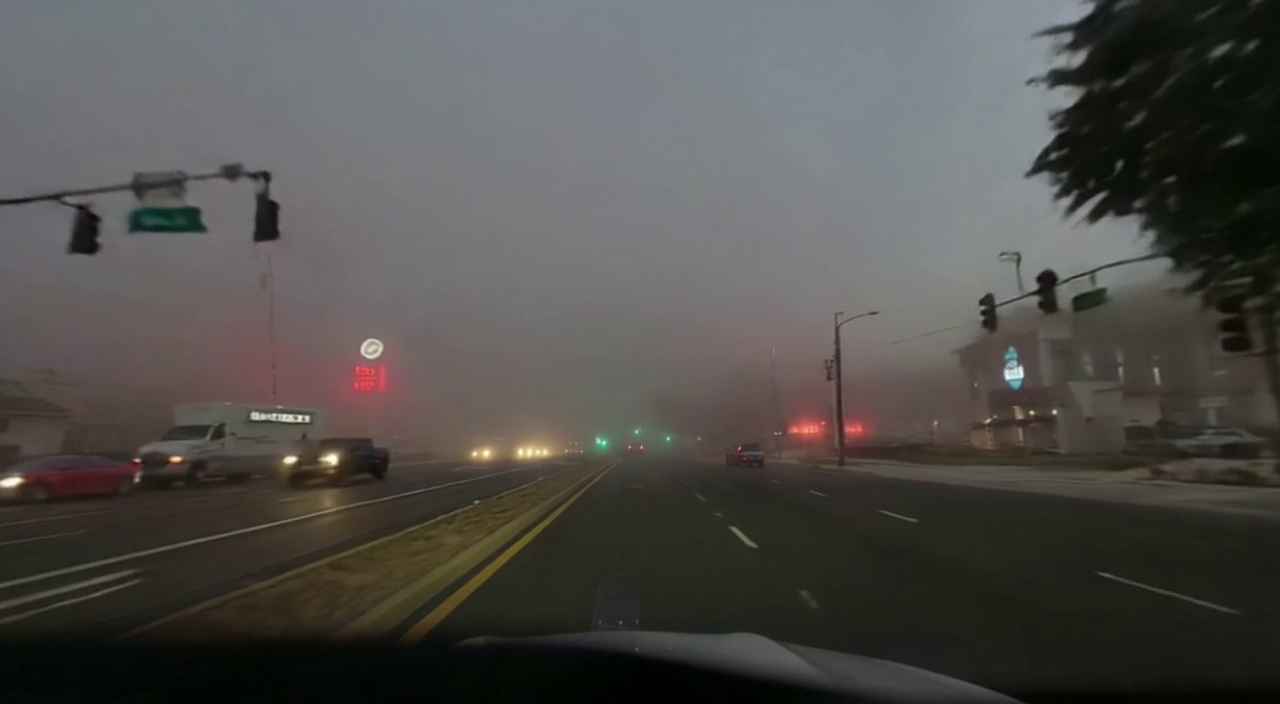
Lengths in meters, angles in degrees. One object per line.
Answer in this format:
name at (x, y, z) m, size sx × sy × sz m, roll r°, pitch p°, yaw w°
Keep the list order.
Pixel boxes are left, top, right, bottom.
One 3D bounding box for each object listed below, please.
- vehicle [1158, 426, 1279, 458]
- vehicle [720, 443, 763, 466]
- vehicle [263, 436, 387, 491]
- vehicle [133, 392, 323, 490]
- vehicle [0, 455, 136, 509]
vehicle at (29.772, 4.710, 32.764) m, size 1.796 × 1.485 × 4.667 m, roll -1°, pitch -9°, yaw 0°
vehicle at (6.496, 6.630, 41.022) m, size 1.916 × 1.437 × 4.327 m, roll 0°, pitch -9°, yaw -2°
vehicle at (-11.575, 4.119, 23.708) m, size 2.134 × 1.806 × 4.843 m, roll 0°, pitch -9°, yaw 0°
vehicle at (-18.761, 4.219, 29.802) m, size 2.982 × 3.900 × 8.593 m, roll 0°, pitch -9°, yaw 1°
vehicle at (-18.956, 4.065, 20.220) m, size 1.950 × 1.464 × 4.414 m, roll 0°, pitch -9°, yaw 0°
